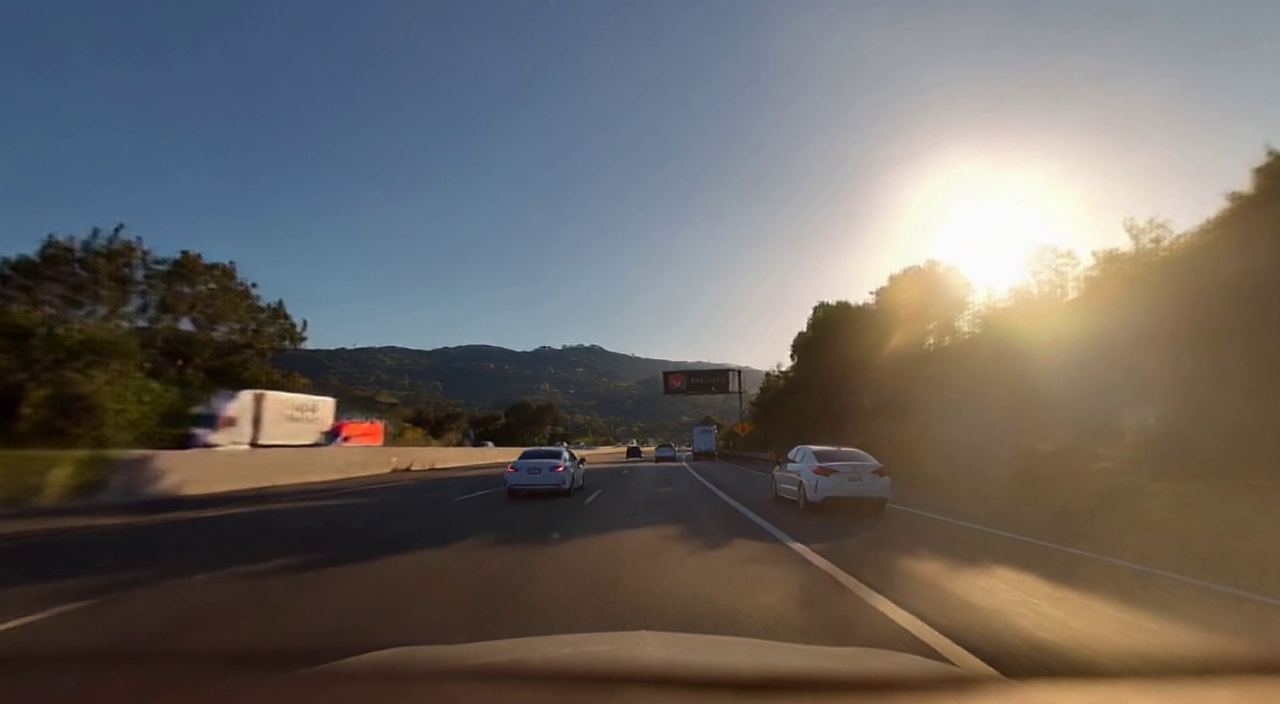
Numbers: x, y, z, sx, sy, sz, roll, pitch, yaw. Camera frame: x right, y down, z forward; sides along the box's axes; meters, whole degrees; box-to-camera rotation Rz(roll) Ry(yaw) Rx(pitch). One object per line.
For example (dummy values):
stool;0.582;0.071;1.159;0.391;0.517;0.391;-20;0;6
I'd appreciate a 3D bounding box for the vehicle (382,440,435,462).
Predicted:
vehicle;-18.011;7.717;49.358;2.238;1.585;4.473;-1;-8;3

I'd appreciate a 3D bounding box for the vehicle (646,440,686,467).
vehicle;1.493;5.849;36.374;2.202;1.467;3.929;0;-8;3

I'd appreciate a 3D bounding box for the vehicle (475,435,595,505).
vehicle;-2.443;2.899;16.061;2.031;1.491;4.792;-1;-8;3

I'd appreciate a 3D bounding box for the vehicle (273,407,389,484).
vehicle;-11.301;3.437;23.315;2.562;2.559;3.019;-3;-9;5

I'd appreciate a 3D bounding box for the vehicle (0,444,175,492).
vehicle;-19.297;4.014;22.318;1.877;1.472;4.927;0;-8;1

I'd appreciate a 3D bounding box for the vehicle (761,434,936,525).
vehicle;3.832;2.410;12.530;2.013;1.464;4.317;0;-8;0
